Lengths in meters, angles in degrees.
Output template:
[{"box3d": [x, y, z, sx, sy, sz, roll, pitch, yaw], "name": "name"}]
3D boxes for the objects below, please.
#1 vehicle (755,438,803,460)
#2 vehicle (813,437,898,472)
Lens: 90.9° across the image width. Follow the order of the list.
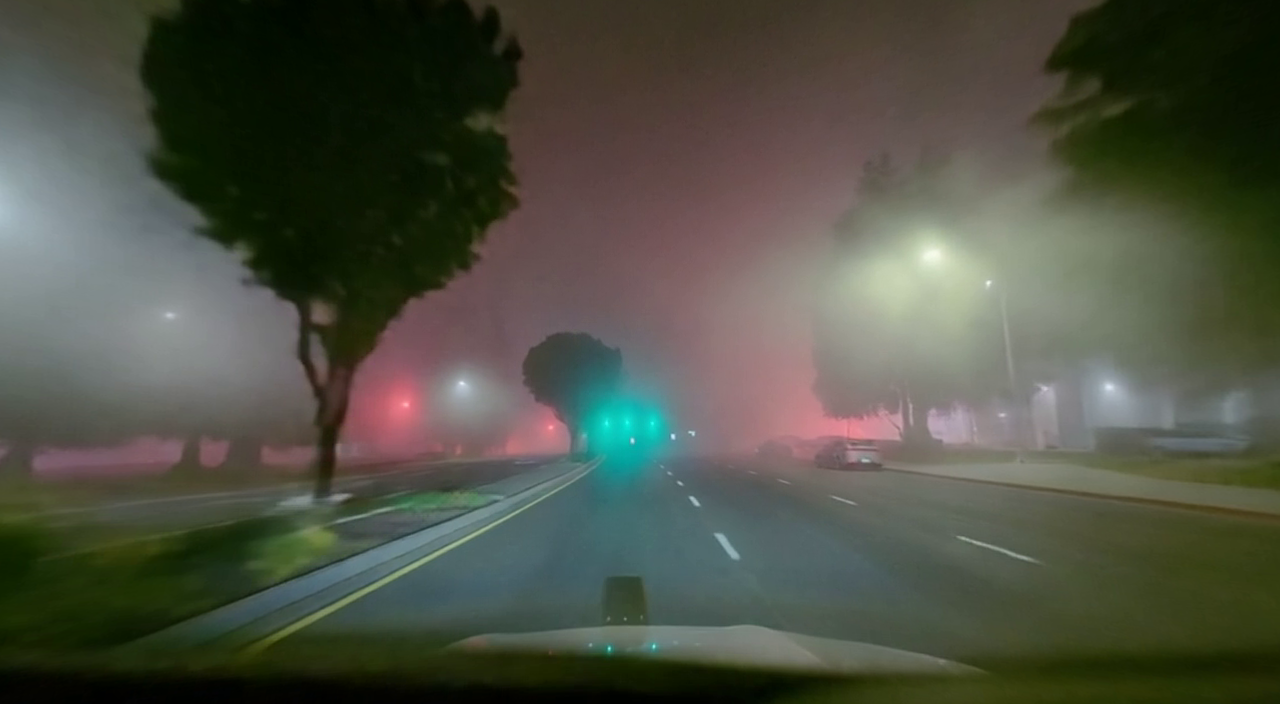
[{"box3d": [10.471, 7.343, 47.785, 2.034, 1.551, 5.228, 1, -8, -5], "name": "vehicle"}, {"box3d": [10.443, 4.985, 31.052, 2.109, 1.533, 5.664, 0, -8, -1], "name": "vehicle"}]
